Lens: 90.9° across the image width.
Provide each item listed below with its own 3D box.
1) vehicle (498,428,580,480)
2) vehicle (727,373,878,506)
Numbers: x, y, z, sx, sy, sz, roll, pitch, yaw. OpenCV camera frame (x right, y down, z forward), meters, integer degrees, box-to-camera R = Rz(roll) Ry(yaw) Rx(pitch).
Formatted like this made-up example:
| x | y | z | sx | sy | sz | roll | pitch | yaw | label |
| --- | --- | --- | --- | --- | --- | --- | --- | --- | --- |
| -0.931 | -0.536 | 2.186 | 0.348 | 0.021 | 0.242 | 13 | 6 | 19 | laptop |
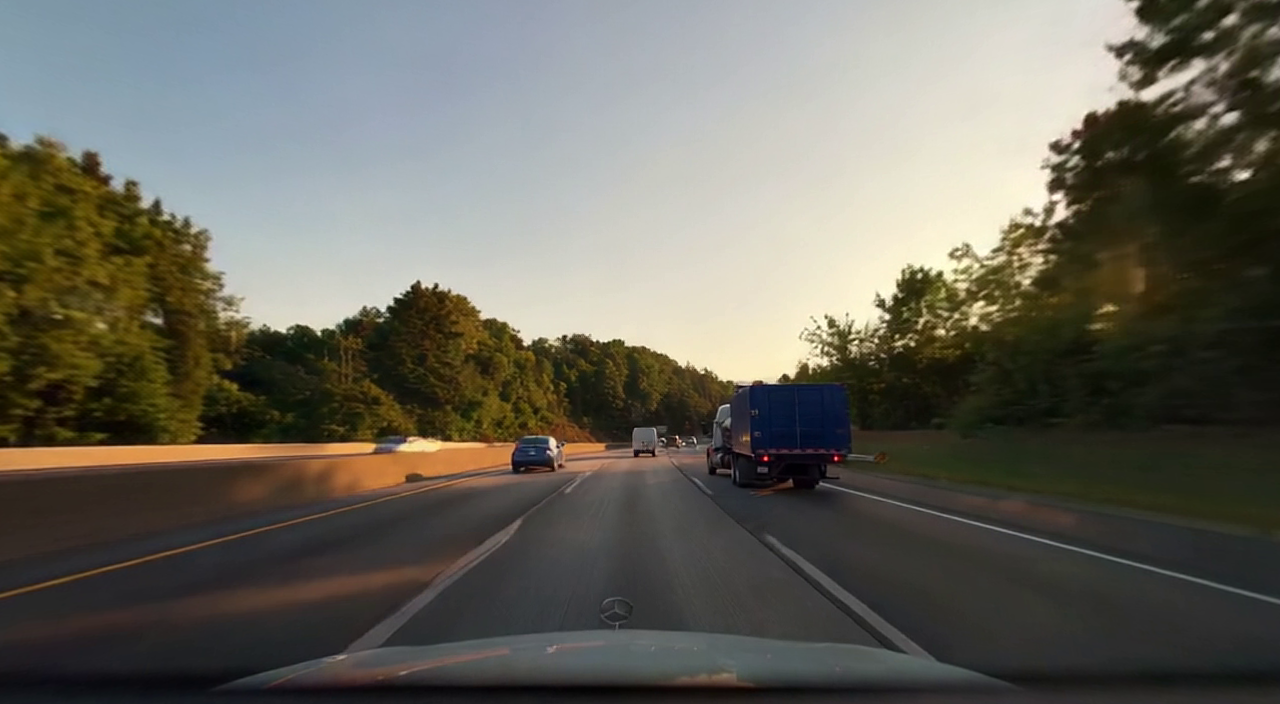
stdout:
| x | y | z | sx | sy | sz | roll | pitch | yaw | label |
| --- | --- | --- | --- | --- | --- | --- | --- | --- | --- |
| -3.280 | 3.394 | 21.354 | 2.008 | 1.588 | 4.147 | 0 | -8 | 1 | vehicle |
| 3.453 | 1.965 | 14.355 | 2.256 | 2.568 | 4.049 | 0 | -8 | -1 | vehicle |
